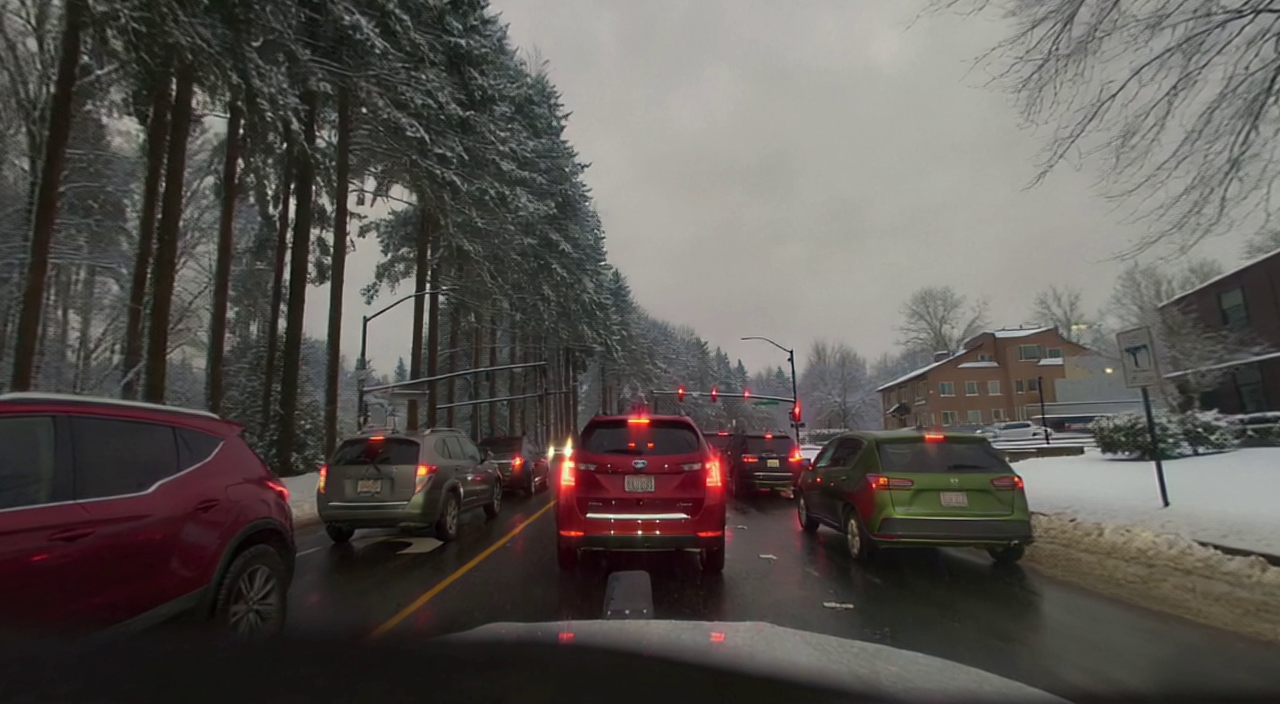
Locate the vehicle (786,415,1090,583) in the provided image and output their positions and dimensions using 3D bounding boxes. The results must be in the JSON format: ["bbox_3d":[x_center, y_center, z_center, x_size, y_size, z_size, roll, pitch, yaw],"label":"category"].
[{"bbox_3d":[3.259,1.668,7.862,1.922,1.579,3.642,0,-8,-1],"label":"vehicle"}]

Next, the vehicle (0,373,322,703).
[{"bbox_3d":[-3.788,0.992,3.285,1.929,1.641,4.193,0,-8,2],"label":"vehicle"}]

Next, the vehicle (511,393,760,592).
[{"bbox_3d":[-0.009,1.535,7.653,2.193,1.744,4.033,0,-8,1],"label":"vehicle"}]

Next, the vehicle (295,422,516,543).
[{"bbox_3d":[-3.657,2.110,10.856,2.042,1.641,4.314,0,-8,1],"label":"vehicle"}]
